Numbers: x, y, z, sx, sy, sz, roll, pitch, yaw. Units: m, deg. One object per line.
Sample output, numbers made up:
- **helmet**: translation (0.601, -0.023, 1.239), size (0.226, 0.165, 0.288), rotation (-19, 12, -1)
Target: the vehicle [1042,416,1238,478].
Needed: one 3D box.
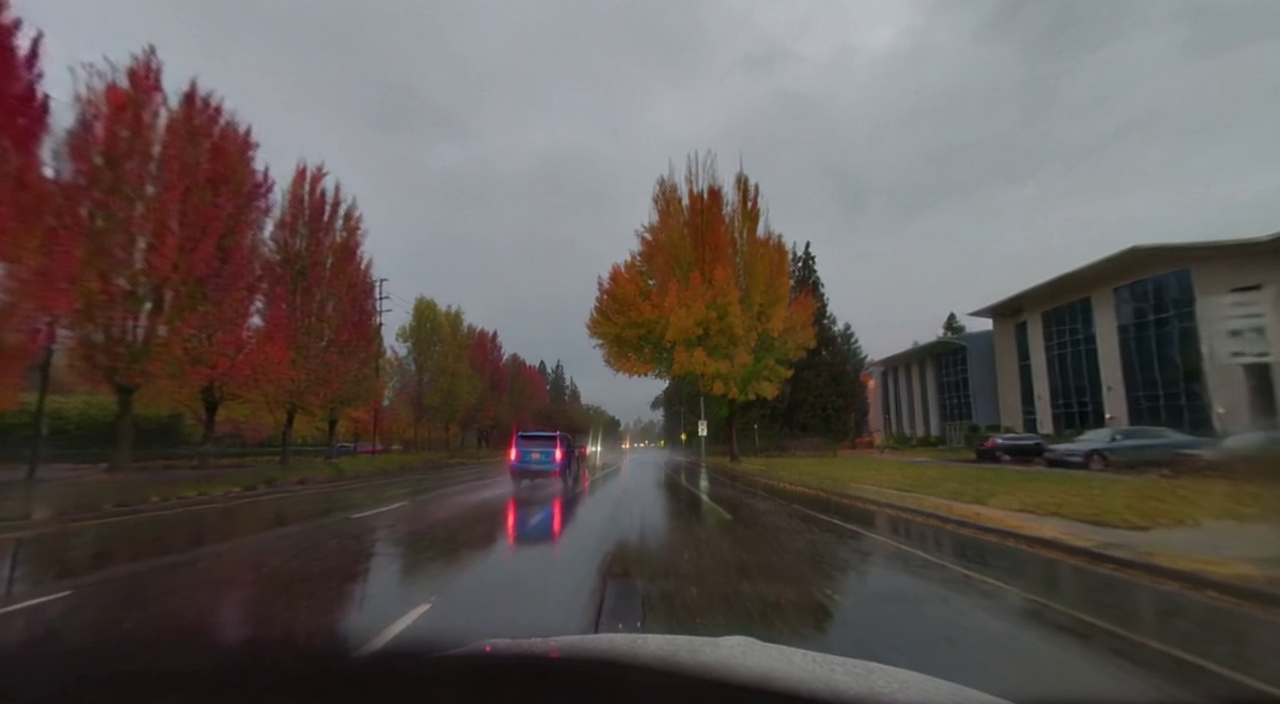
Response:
- **vehicle**: translation (17.411, 3.313, 22.137), size (4.929, 1.875, 2.154), rotation (-2, -8, 0)

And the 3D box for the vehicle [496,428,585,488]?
- **vehicle**: translation (-3.165, 3.505, 21.072), size (2.112, 1.779, 4.489), rotation (0, -8, 2)
